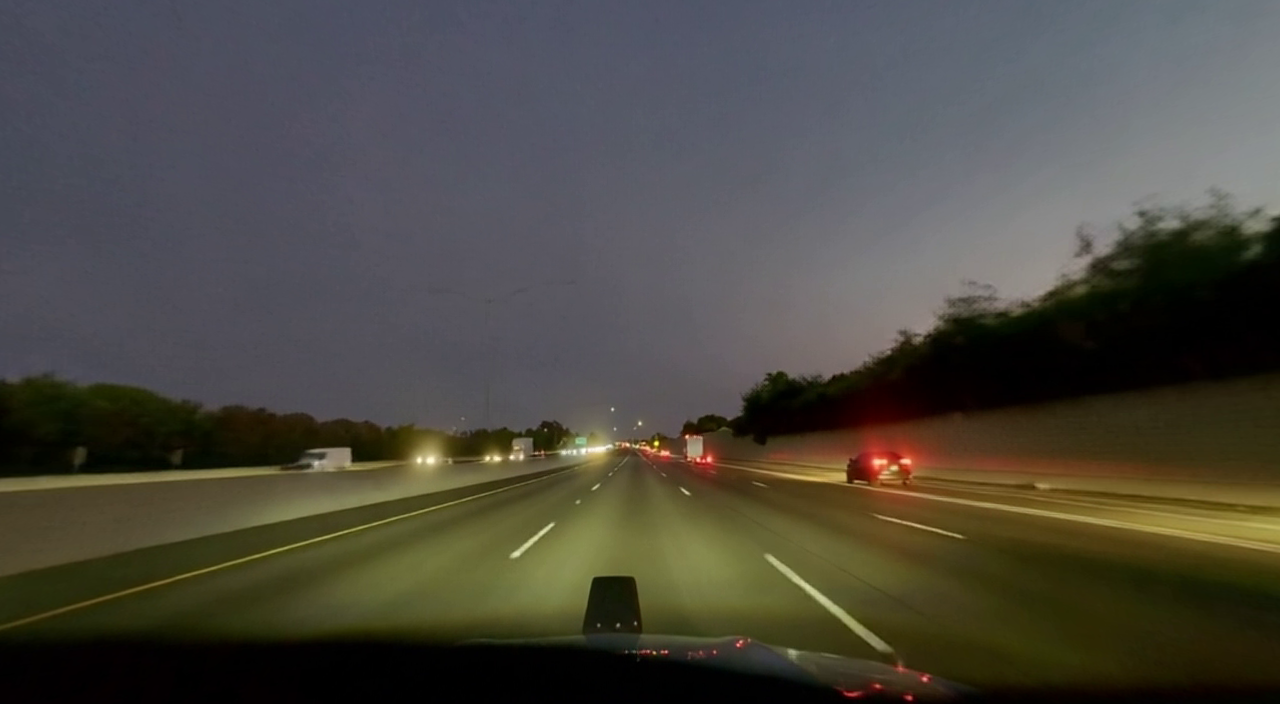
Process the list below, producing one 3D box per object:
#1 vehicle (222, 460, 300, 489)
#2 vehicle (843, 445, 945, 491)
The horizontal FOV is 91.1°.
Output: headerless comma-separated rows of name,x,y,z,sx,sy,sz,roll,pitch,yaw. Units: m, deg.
vehicle,-21.796,7.016,36.379,1.843,1.460,4.668,0,-9,-3
vehicle,9.792,4.487,24.730,1.950,1.632,4.845,0,-9,0
